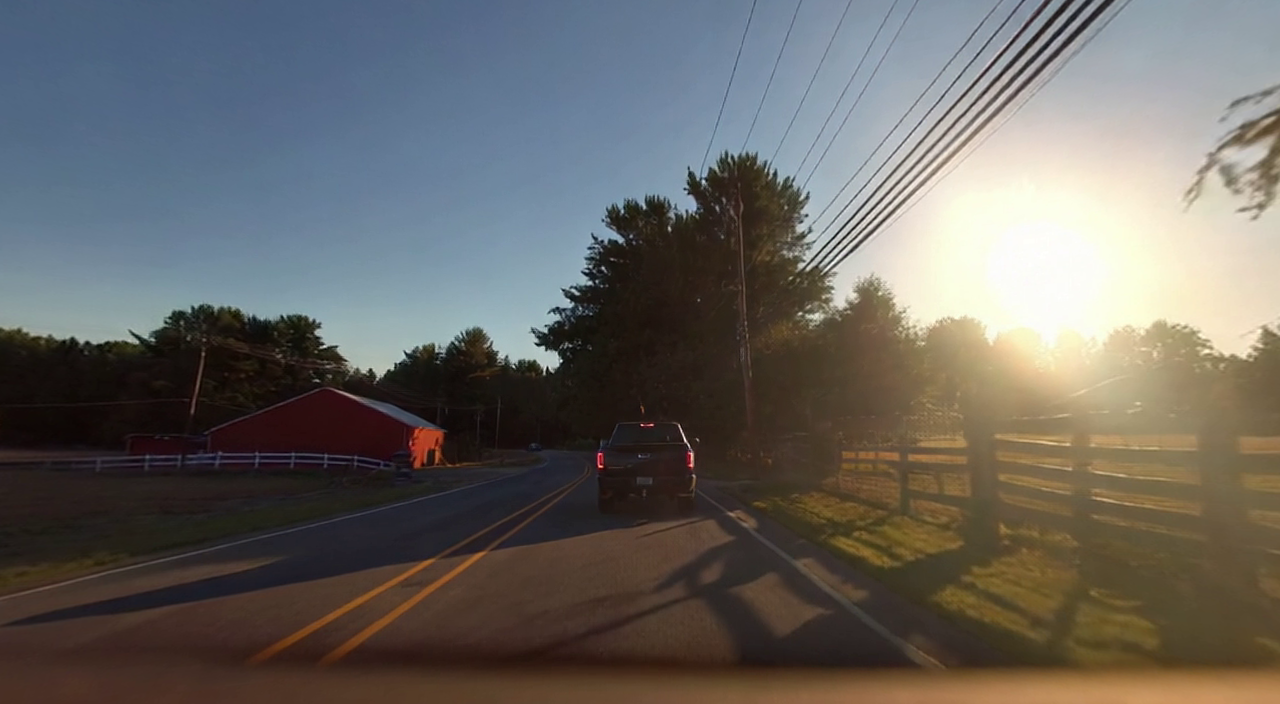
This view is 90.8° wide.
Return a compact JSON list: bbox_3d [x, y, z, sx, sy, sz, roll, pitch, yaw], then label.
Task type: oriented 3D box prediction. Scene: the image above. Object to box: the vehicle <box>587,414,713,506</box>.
[{"bbox_3d":[0.103,2.789,16.793,2.693,1.941,6.356,0,-8,-2],"label":"vehicle"}]
